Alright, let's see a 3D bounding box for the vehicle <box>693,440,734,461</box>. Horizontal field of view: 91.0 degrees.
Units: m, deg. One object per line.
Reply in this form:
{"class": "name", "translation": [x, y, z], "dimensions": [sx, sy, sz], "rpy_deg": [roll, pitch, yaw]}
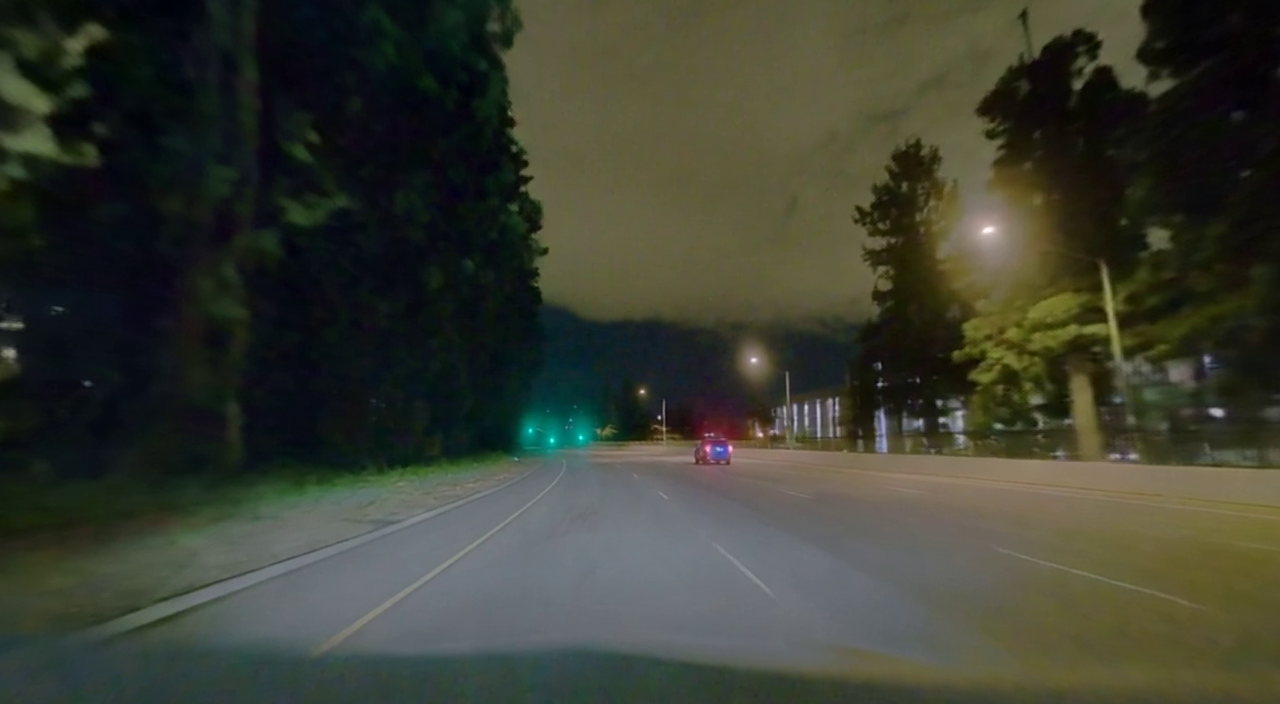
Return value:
{"class": "vehicle", "translation": [5.385, 7.362, 46.941], "dimensions": [1.908, 1.483, 4.474], "rpy_deg": [1, -9, -9]}
